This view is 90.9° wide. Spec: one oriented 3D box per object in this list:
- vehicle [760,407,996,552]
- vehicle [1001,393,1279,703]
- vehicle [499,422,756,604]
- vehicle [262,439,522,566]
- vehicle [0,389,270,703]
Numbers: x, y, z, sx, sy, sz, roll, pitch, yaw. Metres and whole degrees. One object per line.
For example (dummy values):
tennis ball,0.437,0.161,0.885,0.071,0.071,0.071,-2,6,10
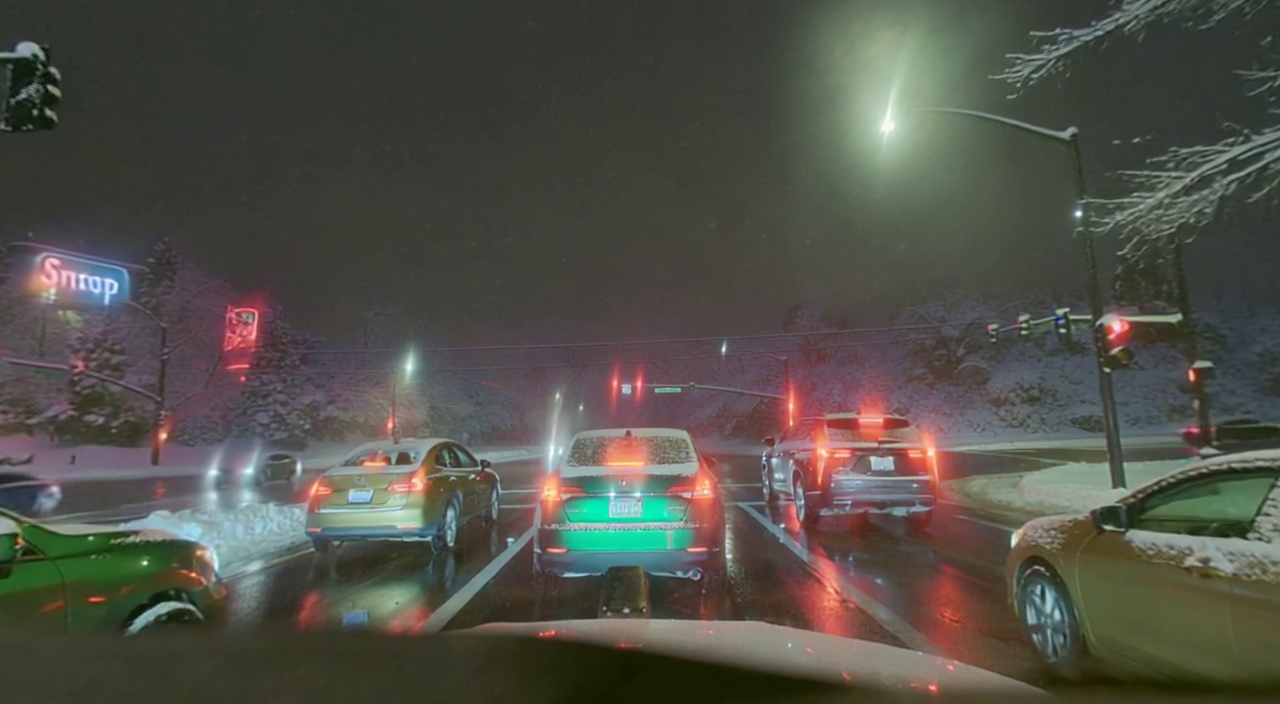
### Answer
vehicle,3.311,1.863,9.837,1.992,1.744,4.183,0,-8,0
vehicle,3.940,0.973,3.105,1.800,1.519,4.198,0,-8,0
vehicle,-0.132,1.656,7.407,2.140,1.499,4.119,0,-8,-1
vehicle,-3.306,2.074,9.554,1.995,1.436,4.373,-1,-8,3
vehicle,-3.476,0.845,1.847,2.016,1.547,4.414,0,-8,1
